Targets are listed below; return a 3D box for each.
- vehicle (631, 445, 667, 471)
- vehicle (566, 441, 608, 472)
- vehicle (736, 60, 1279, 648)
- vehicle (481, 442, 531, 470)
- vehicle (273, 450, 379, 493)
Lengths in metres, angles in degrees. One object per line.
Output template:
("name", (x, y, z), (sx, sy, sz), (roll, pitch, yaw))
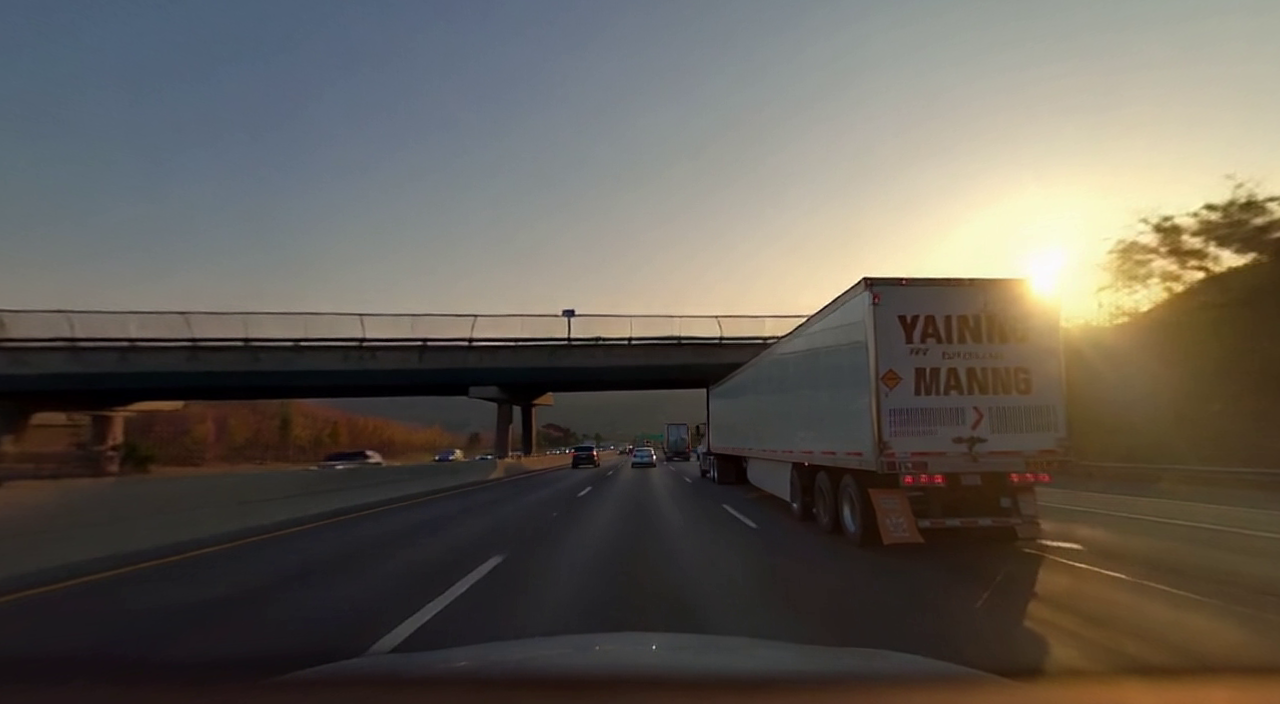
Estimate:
("vehicle", (0.535, 6.534, 39.030), (2.063, 1.469, 4.208), (0, -9, 0))
("vehicle", (-3.088, 6.196, 37.531), (2.058, 1.711, 4.226), (0, -9, 1))
("vehicle", (3.968, 0.814, 10.549), (2.821, 4.077, 12.562), (0, -9, 0))
("vehicle", (-8.629, 6.734, 41.066), (2.076, 1.678, 5.116), (0, -9, 1))
("vehicle", (-12.192, 4.620, 24.859), (1.839, 1.503, 4.410), (0, -9, 1))
